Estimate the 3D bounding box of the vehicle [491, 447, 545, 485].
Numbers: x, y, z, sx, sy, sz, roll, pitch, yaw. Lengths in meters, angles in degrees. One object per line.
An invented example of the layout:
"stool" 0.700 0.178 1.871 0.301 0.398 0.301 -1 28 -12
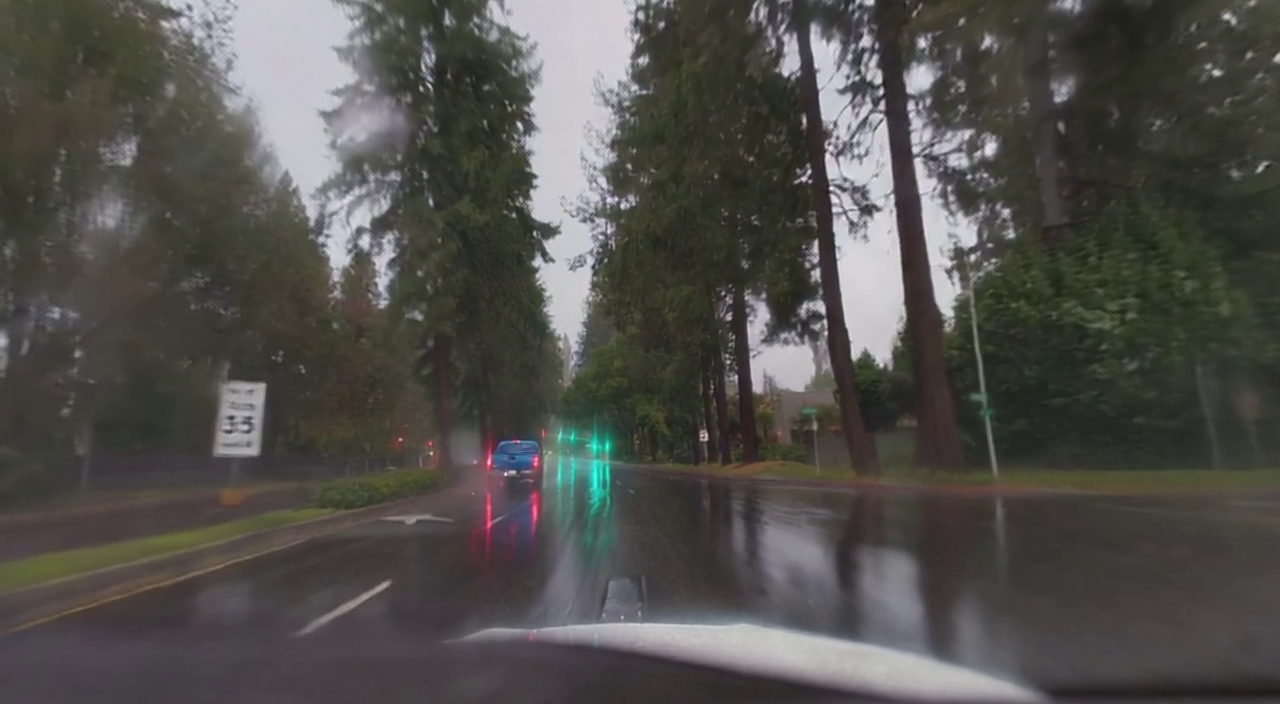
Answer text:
"vehicle" -6.551 6.194 34.614 2.267 1.849 6.402 1 -9 -5
